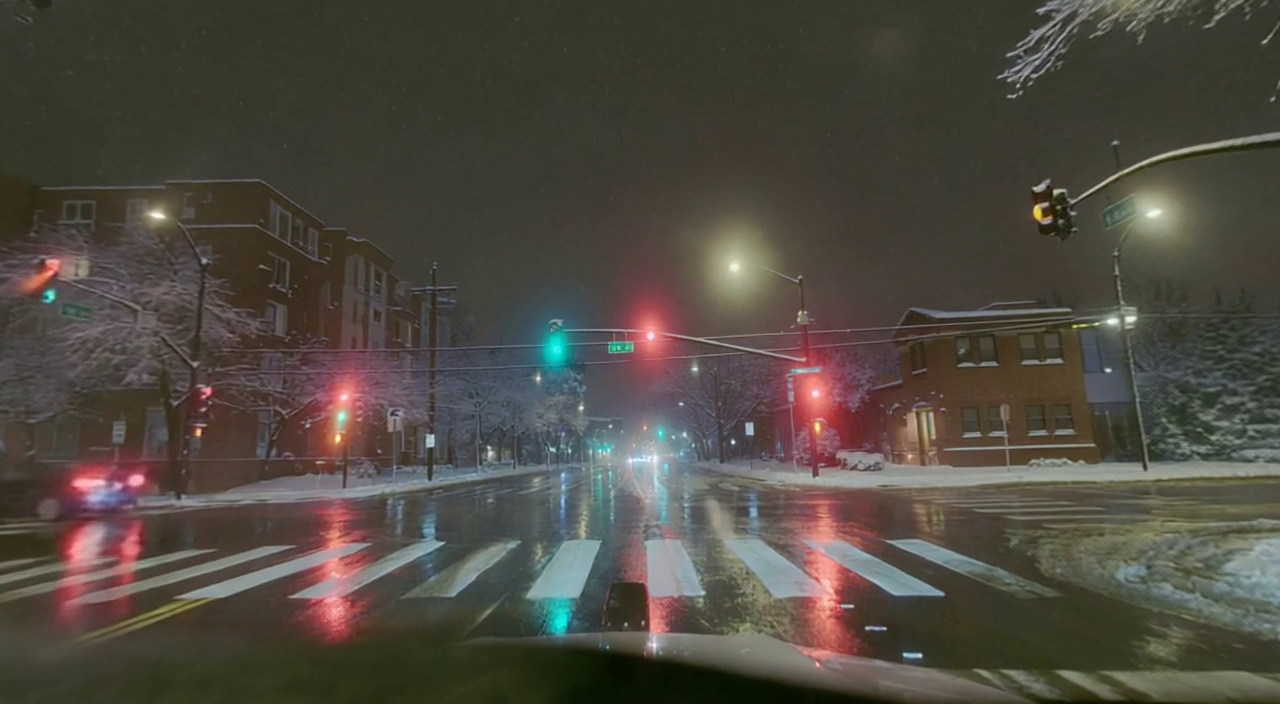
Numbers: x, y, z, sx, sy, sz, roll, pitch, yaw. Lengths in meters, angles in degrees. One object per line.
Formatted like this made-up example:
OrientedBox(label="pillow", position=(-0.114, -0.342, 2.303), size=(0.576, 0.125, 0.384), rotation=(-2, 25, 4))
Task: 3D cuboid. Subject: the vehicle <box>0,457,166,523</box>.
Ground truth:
OrientedBox(label="vehicle", position=(-15.246, 3.459, 15.993), size=(4.847, 1.484, 1.926), rotation=(0, -8, 1))
